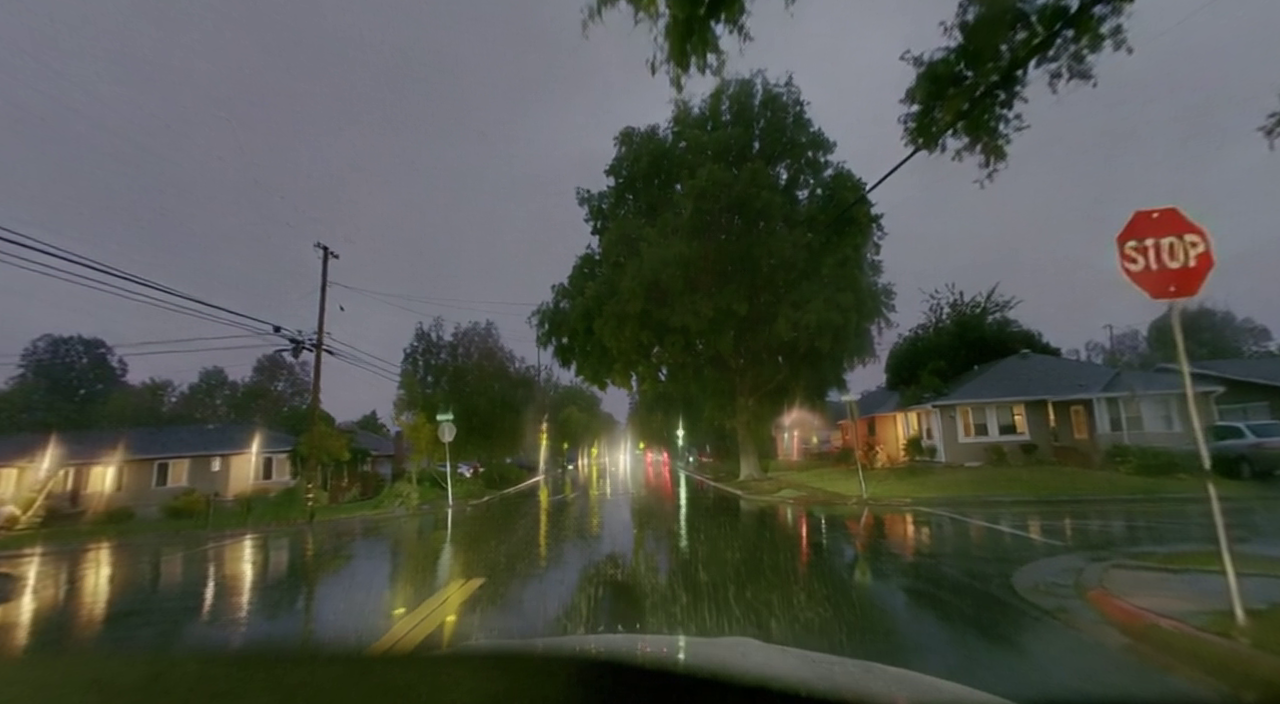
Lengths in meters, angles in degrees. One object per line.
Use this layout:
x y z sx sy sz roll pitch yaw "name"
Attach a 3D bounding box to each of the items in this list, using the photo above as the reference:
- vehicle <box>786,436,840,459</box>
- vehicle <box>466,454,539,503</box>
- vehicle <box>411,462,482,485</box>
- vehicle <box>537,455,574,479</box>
12.406 6.854 45.468 3.563 1.551 1.916 -2 -9 12 "vehicle"
-6.201 5.735 29.040 2.149 1.823 4.613 -6 -9 1 "vehicle"
-14.138 8.884 46.217 4.601 1.486 1.876 -2 -9 12 "vehicle"
-6.512 8.898 48.908 2.133 1.525 4.401 -3 -8 1 "vehicle"
